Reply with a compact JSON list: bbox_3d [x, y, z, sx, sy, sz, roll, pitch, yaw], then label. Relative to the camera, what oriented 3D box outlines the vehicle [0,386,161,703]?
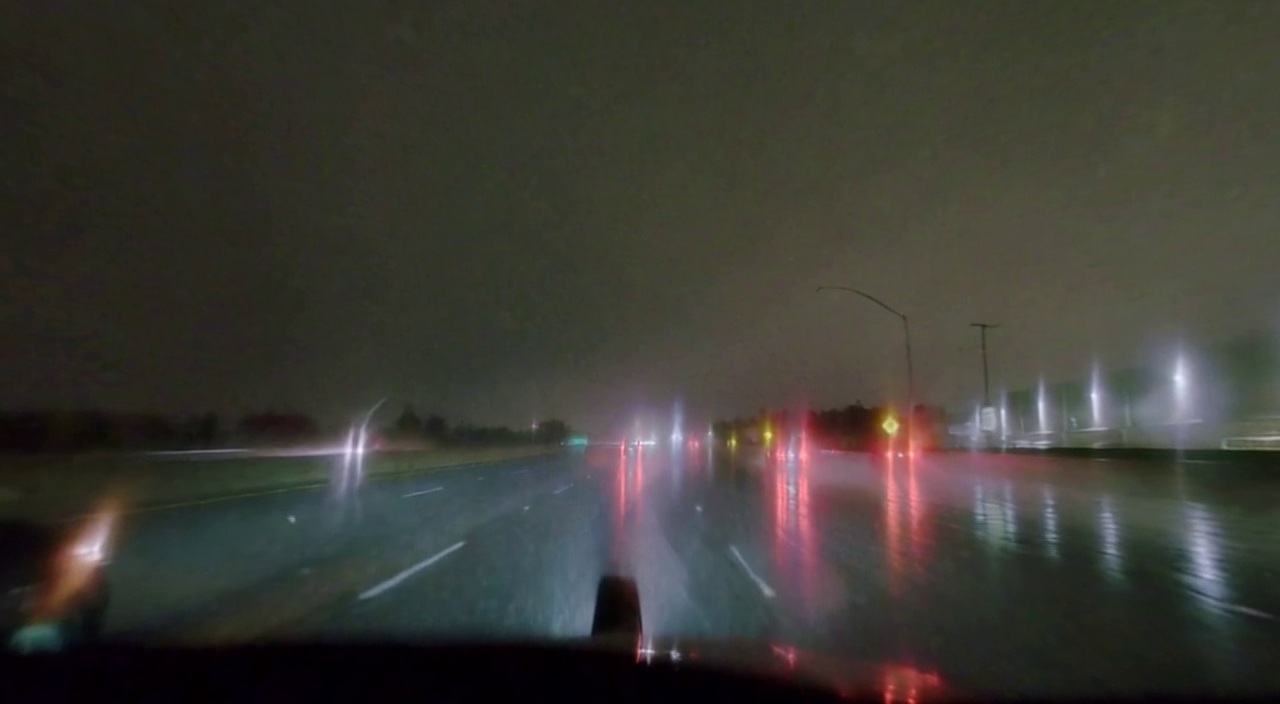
[{"bbox_3d":[-3.816,0.688,1.104,1.984,1.553,5.065,0,-8,0],"label":"vehicle"}]
